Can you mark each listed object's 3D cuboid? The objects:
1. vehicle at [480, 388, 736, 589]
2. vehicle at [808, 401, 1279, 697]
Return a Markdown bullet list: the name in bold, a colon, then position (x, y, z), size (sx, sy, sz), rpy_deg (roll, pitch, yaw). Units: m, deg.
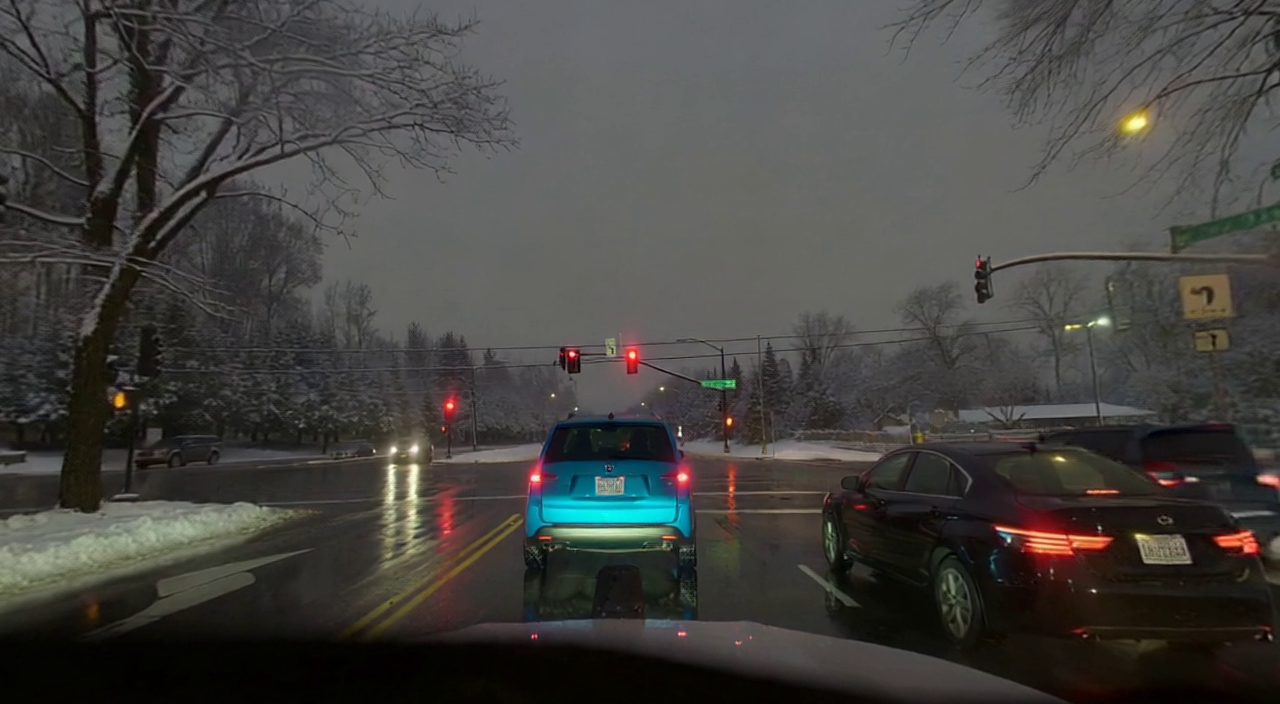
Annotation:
- **vehicle**: position (-0.344, 1.522, 7.778), size (2.247, 1.760, 4.231), rpy_deg (0, -9, -2)
- **vehicle**: position (3.166, 1.399, 5.757), size (1.932, 1.562, 4.629), rpy_deg (0, -9, -1)
